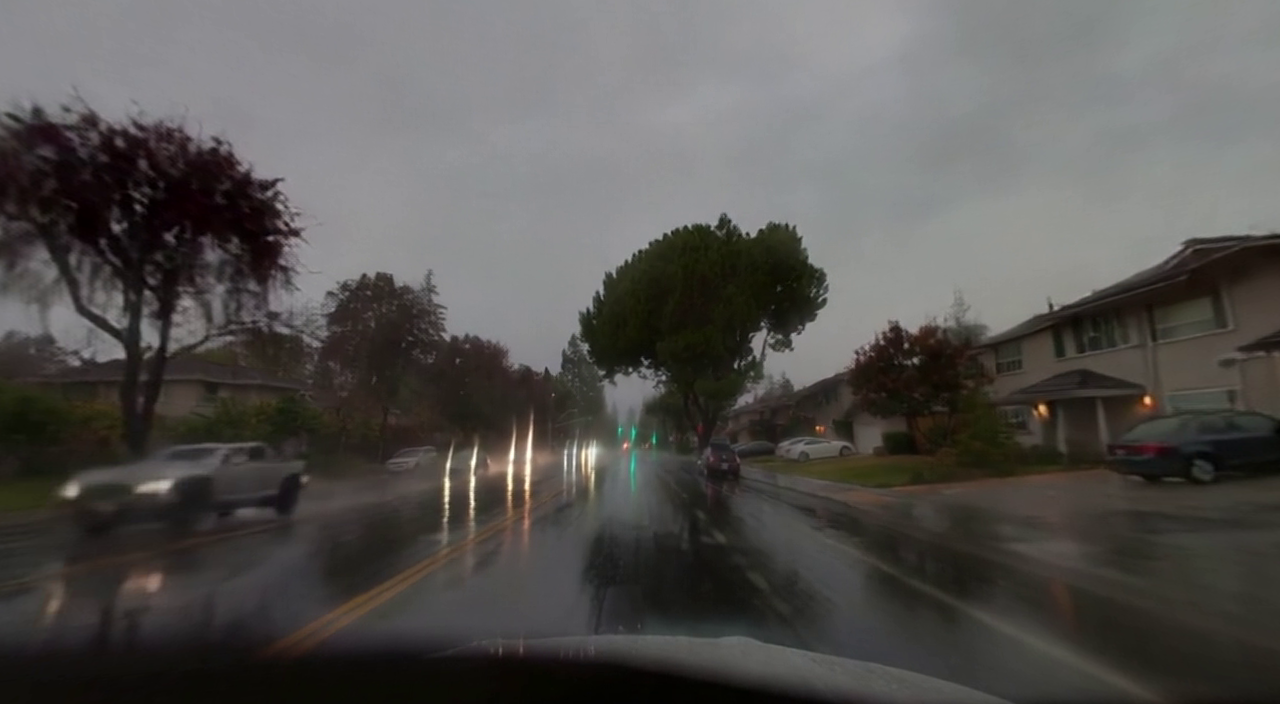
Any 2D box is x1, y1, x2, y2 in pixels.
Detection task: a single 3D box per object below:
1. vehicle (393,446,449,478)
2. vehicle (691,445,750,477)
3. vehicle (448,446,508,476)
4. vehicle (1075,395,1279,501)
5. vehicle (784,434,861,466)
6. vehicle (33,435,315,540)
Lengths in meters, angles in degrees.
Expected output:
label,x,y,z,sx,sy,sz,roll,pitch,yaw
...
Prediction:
label,x,y,z,sx,sy,sz,roll,pitch,yaw
vehicle,-13.379,6.688,38.853,1.978,1.706,4.310,-3,-8,-1
vehicle,3.848,5.317,31.100,1.946,1.431,4.695,1,-8,-5
vehicle,-8.670,5.863,34.250,1.986,1.442,4.602,0,-8,1
vehicle,11.986,1.866,12.892,4.625,1.711,1.910,-6,-8,1
vehicle,10.946,5.900,38.077,3.999,1.599,1.819,-4,-8,0
vehicle,-8.581,2.487,12.330,2.030,1.632,4.520,0,-8,0
